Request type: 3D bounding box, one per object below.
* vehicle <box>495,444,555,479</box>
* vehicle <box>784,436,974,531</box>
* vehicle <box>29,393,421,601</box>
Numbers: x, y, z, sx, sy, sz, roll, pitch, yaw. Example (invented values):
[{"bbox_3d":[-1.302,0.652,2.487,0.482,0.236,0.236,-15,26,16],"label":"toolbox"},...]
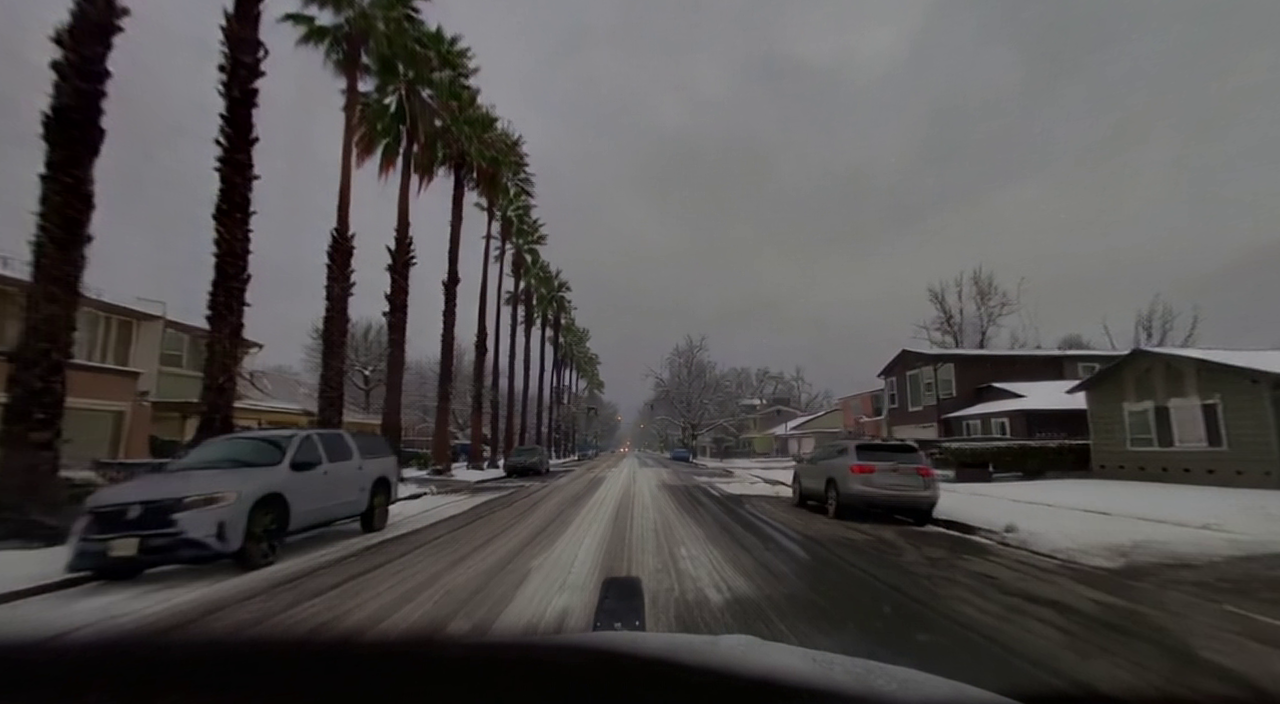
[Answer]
[{"bbox_3d":[-5.507,5.306,30.951,2.079,1.486,4.877,-3,-8,-1],"label":"vehicle"},{"bbox_3d":[4.504,2.533,12.822,1.991,1.554,4.501,0,-9,-2],"label":"vehicle"},{"bbox_3d":[-4.835,1.760,8.634,2.149,1.877,5.082,-2,-9,-3],"label":"vehicle"}]
